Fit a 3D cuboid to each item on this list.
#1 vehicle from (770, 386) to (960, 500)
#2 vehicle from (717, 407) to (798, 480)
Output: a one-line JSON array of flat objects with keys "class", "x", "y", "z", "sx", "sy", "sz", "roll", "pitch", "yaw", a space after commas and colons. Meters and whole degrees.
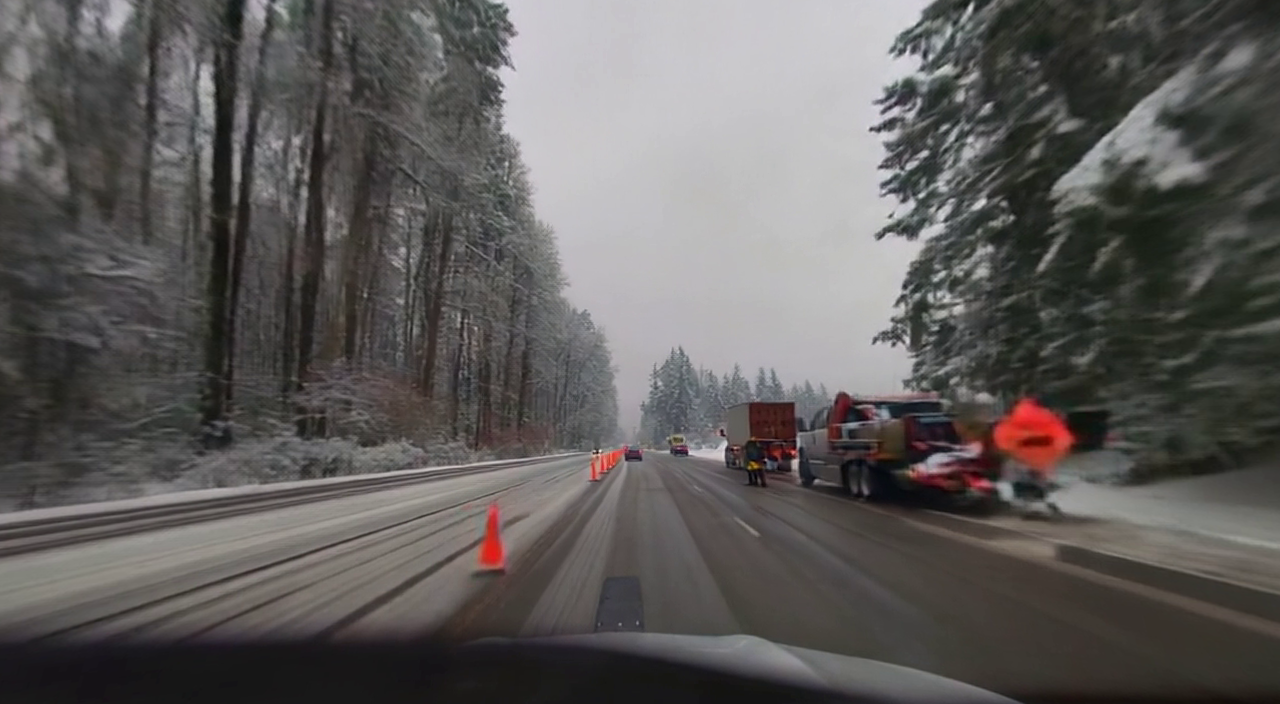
[{"class": "vehicle", "x": 6.452, "y": 2.682, "z": 18.702, "sx": 2.390, "sy": 2.899, "sz": 4.603, "roll": 6, "pitch": -10, "yaw": -35}, {"class": "vehicle", "x": 6.233, "y": 5.095, "z": 35.504, "sx": 2.664, "sy": 3.418, "sz": 11.107, "roll": 0, "pitch": -8, "yaw": 1}]
